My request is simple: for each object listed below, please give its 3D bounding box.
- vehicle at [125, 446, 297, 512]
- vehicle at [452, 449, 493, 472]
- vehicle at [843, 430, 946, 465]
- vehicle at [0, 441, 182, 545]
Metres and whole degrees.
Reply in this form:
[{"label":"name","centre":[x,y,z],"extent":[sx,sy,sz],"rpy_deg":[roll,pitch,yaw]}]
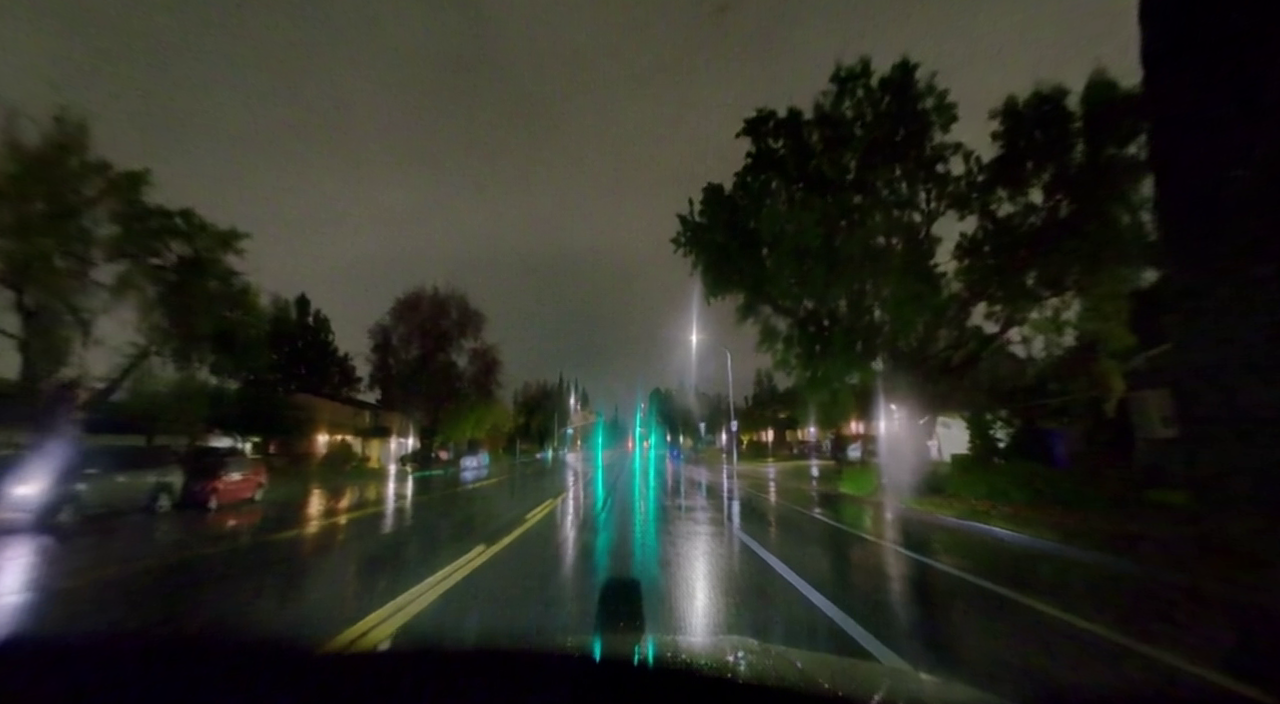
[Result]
[{"label":"vehicle","centre":[-12.639,3.718,19.081],"extent":[2.110,1.709,4.426],"rpy_deg":[0,-8,-1]},{"label":"vehicle","centre":[-12.768,8.277,48.439],"extent":[1.936,1.504,4.456],"rpy_deg":[-2,-7,0]},{"label":"vehicle","centre":[13.602,5.141,33.999],"extent":[4.629,1.770,1.959],"rpy_deg":[0,-8,0]},{"label":"vehicle","centre":[-12.578,2.882,13.612],"extent":[2.003,1.804,4.554],"rpy_deg":[-1,-7,0]}]
